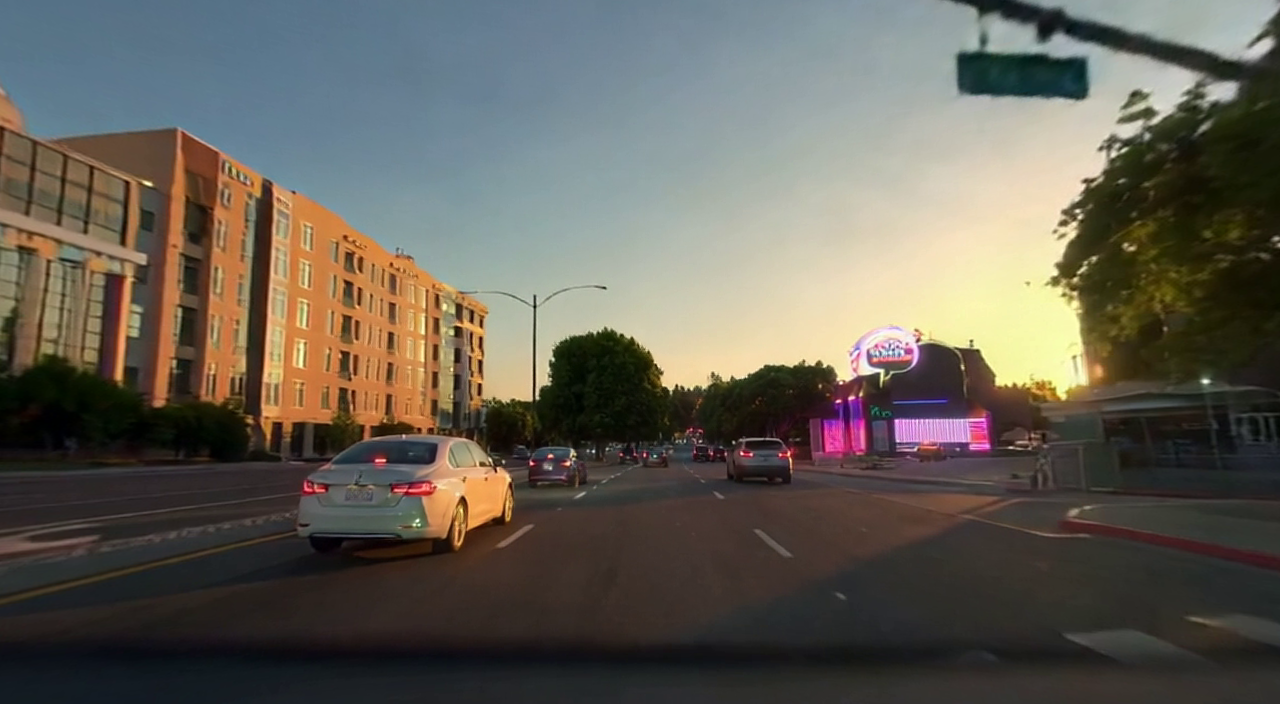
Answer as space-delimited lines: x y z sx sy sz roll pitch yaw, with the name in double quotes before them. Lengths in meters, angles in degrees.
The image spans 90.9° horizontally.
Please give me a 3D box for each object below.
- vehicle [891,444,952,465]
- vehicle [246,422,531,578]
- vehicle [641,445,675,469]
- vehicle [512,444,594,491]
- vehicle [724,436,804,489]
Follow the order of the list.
"vehicle" 18.947 6.883 42.476 3.368 1.389 1.595 1 -8 -8
"vehicle" -2.957 1.843 8.720 2.118 1.568 4.436 0 -8 0
"vehicle" 1.214 6.956 41.935 2.164 1.477 3.988 -1 -8 2
"vehicle" -2.885 3.952 21.978 1.980 1.454 4.226 -1 -8 4
"vehicle" 4.324 3.916 22.659 2.103 1.699 4.171 0 -8 1
